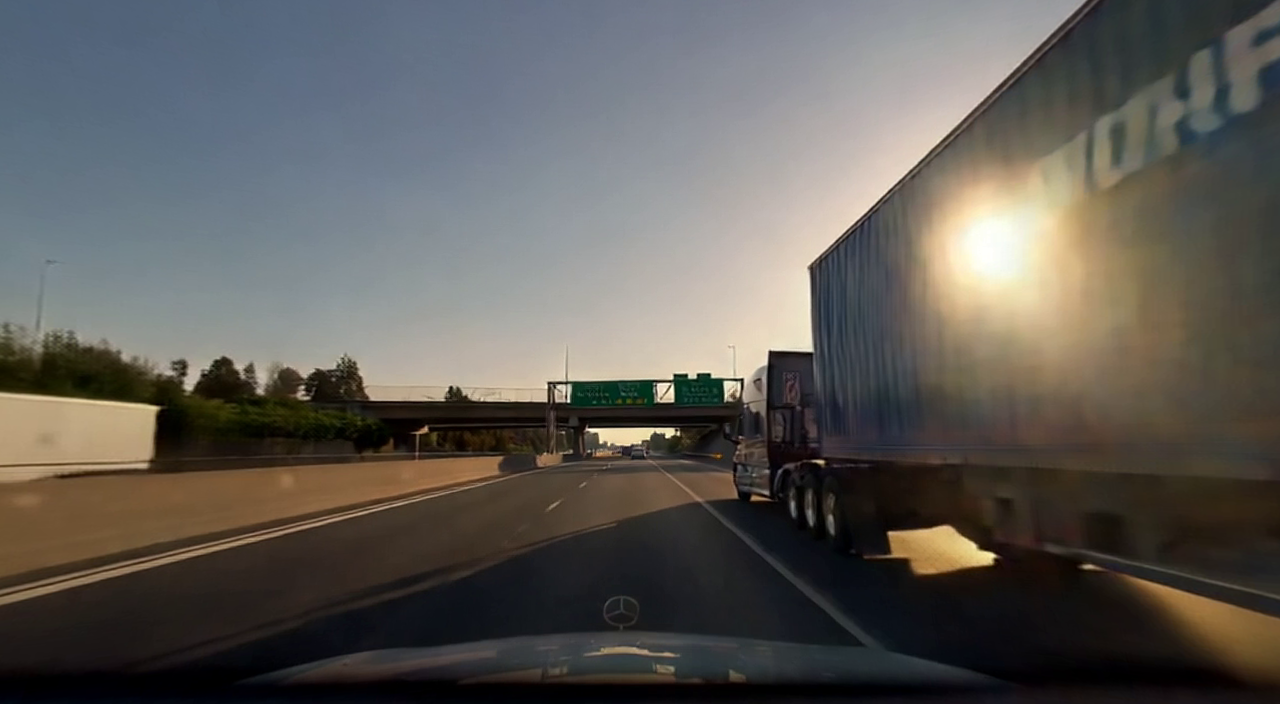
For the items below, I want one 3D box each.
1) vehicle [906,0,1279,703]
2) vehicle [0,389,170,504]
[{"bbox_3d":[3.986,-0.327,1.387,2.869,4.013,8.610,0,-9,0],"label":"vehicle"},{"bbox_3d":[-23.052,3.278,21.639,2.896,3.850,14.049,0,-9,-1],"label":"vehicle"}]
